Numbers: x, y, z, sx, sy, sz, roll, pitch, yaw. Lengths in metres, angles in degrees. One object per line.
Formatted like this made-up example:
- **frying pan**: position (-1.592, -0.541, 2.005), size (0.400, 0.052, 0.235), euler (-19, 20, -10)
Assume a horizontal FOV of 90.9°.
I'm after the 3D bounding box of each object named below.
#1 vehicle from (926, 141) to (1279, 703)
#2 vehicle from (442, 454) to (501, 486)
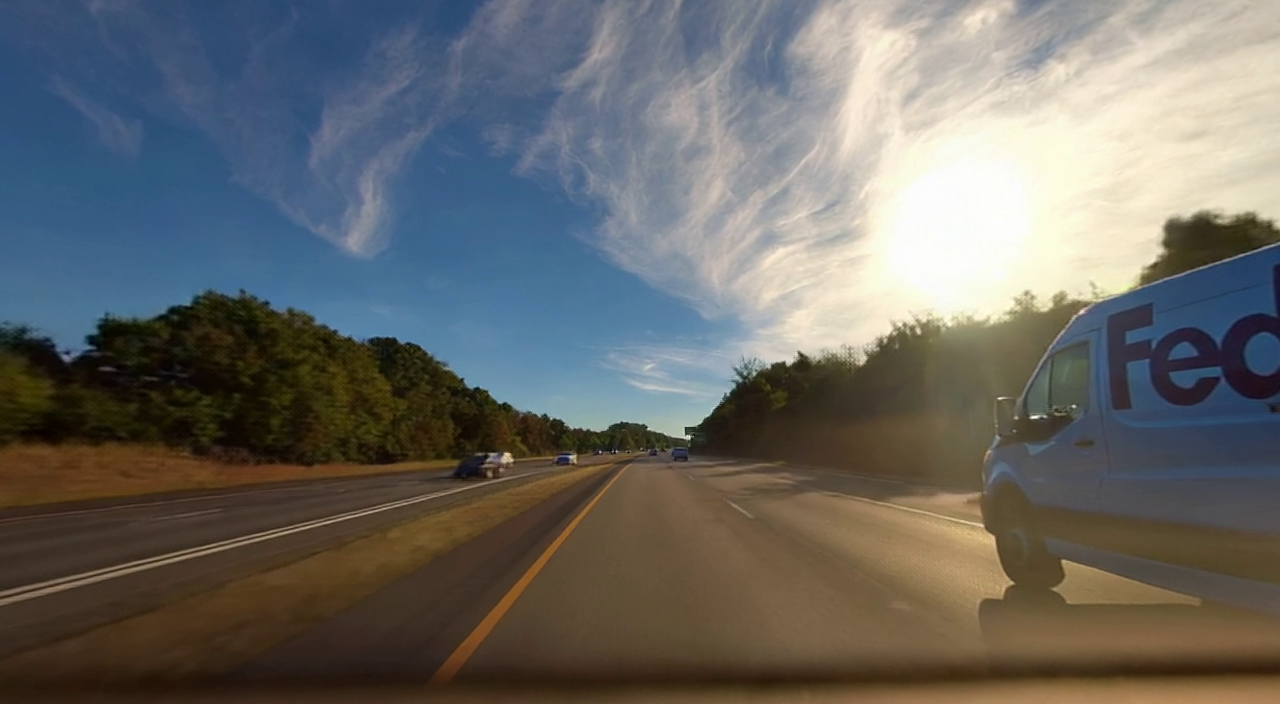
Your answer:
- **vehicle**: position (3.905, 0.411, 2.562), size (2.522, 2.556, 6.180), euler (0, -9, 0)
- **vehicle**: position (-8.535, 5.999, 32.305), size (1.874, 1.459, 4.047), euler (0, -9, 1)
